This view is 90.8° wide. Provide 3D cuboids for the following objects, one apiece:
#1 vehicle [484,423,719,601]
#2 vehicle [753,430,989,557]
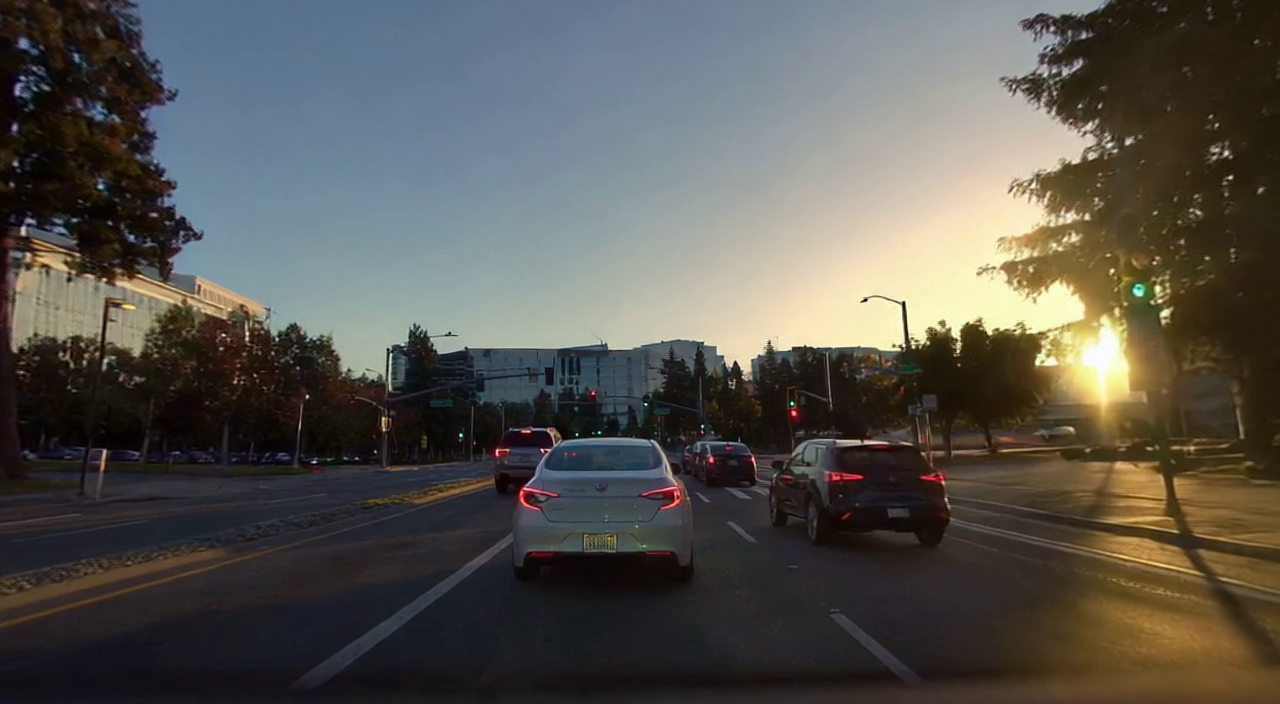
[{"bbox_3d":[-0.353,1.635,7.234,2.006,1.487,3.535,0,-9,-1],"label":"vehicle"},{"bbox_3d":[3.136,2.004,9.700,1.910,1.474,4.263,0,-9,-2],"label":"vehicle"}]
